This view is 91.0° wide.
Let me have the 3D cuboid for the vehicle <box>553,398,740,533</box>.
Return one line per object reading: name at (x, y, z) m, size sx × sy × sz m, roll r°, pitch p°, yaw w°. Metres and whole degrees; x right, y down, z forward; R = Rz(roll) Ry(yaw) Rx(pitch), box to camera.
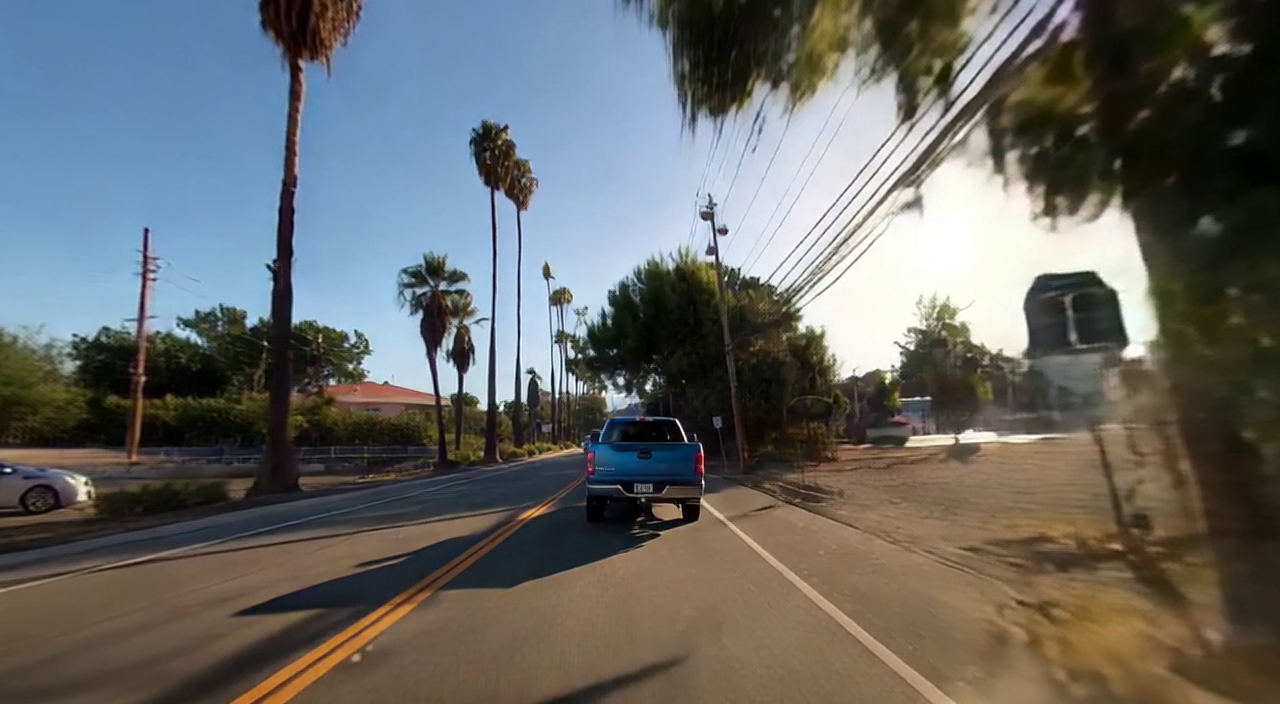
vehicle at (0.068, 2.143, 12.451) m, size 2.803 × 2.005 × 5.885 m, roll 0°, pitch -8°, yaw -1°
